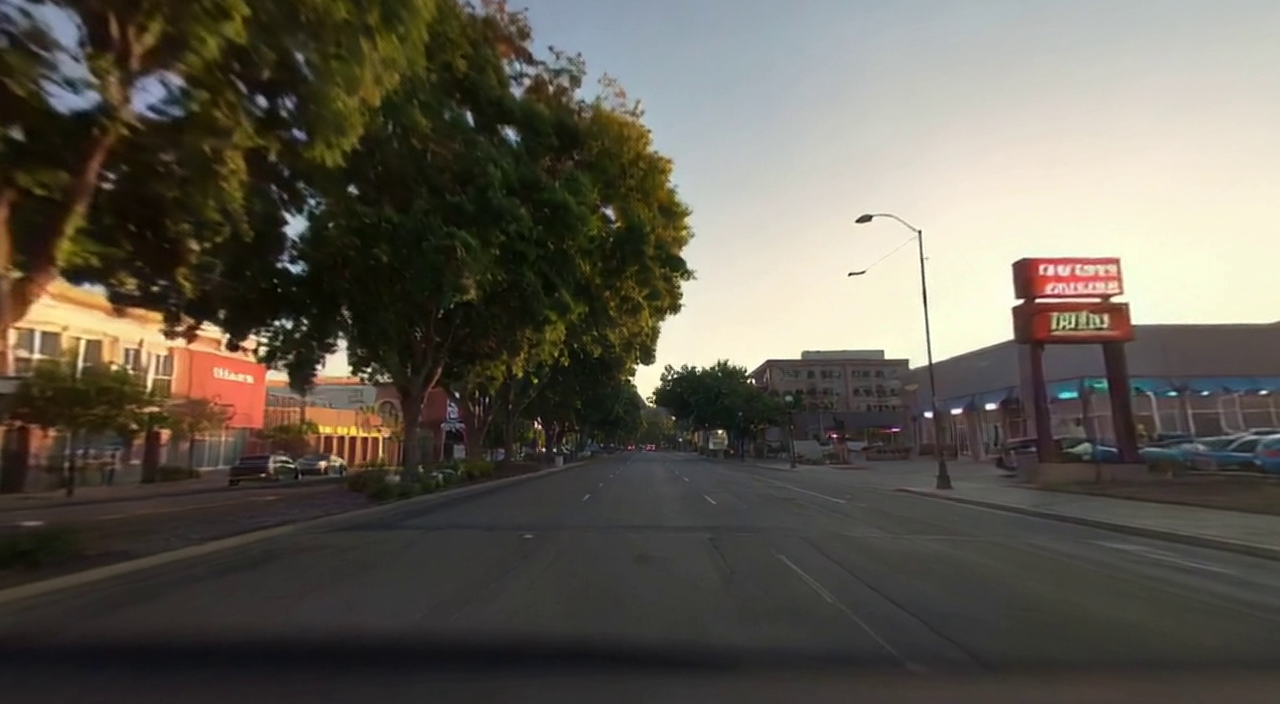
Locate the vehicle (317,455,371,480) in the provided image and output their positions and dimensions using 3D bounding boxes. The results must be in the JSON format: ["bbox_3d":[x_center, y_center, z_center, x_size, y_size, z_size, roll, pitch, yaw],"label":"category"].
[{"bbox_3d":[-21.993,8.601,46.997,1.945,1.658,4.263,-1,-8,1],"label":"vehicle"}]

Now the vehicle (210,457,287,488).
[{"bbox_3d":[-22.075,6.806,35.718,1.883,1.546,3.930,0,-8,-1],"label":"vehicle"}]

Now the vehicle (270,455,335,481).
[{"bbox_3d":[-21.881,7.511,41.046,1.820,1.481,4.325,-3,-10,1],"label":"vehicle"}]
